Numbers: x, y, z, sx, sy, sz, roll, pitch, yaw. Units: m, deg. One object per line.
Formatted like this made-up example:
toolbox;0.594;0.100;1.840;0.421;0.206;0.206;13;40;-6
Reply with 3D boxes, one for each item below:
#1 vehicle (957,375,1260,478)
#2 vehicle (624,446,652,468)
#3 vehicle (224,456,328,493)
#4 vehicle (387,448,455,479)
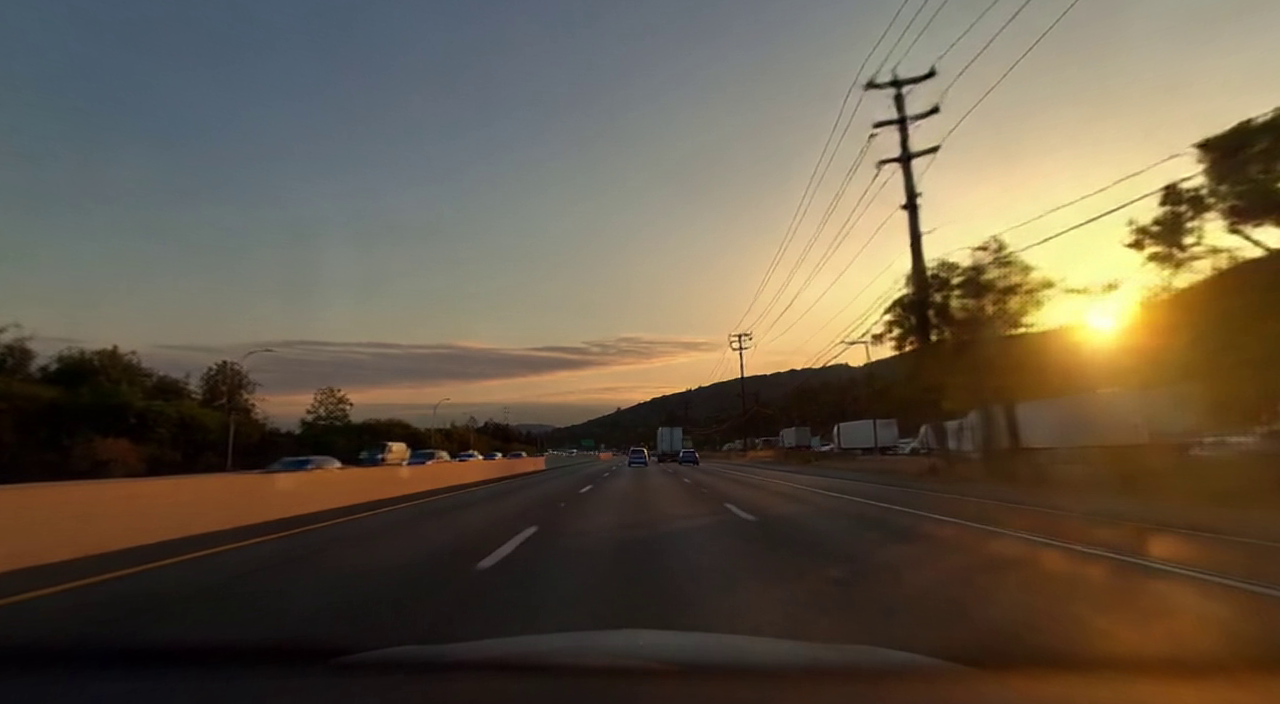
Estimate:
vehicle;23.697;4.399;34.725;2.915;4.218;17.329;0;-9;-2
vehicle;-0.167;8.152;48.869;2.111;1.599;3.859;0;-9;0
vehicle;-15.925;5.336;27.860;1.876;1.435;4.433;0;-9;1
vehicle;-11.728;6.003;34.143;1.950;1.505;4.757;0;-9;0
